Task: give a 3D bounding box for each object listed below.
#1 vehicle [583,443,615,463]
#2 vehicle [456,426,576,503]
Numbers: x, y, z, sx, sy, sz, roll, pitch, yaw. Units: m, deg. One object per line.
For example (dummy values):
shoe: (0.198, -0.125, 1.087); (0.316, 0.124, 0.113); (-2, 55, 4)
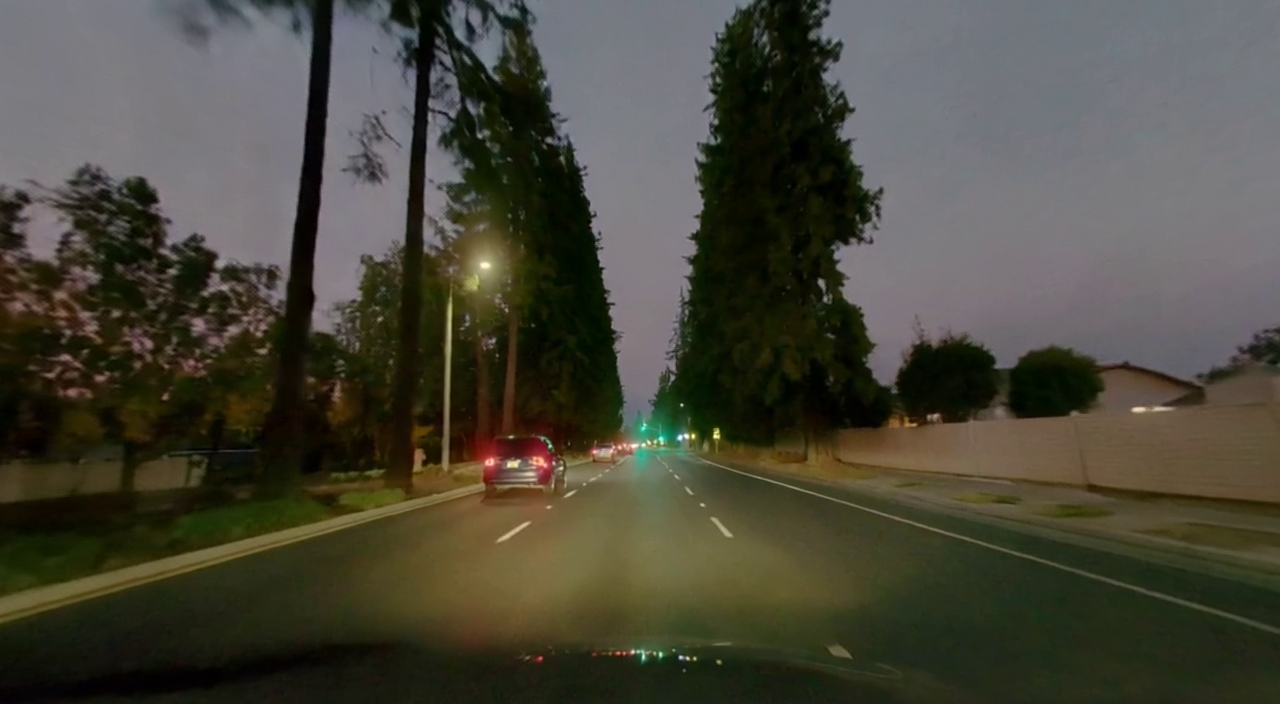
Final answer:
vehicle: (-3.030, 7.610, 47.614); (2.021, 1.466, 4.330); (0, -8, 1)
vehicle: (-2.987, 2.845, 16.333); (2.058, 1.671, 4.704); (0, -8, 1)
